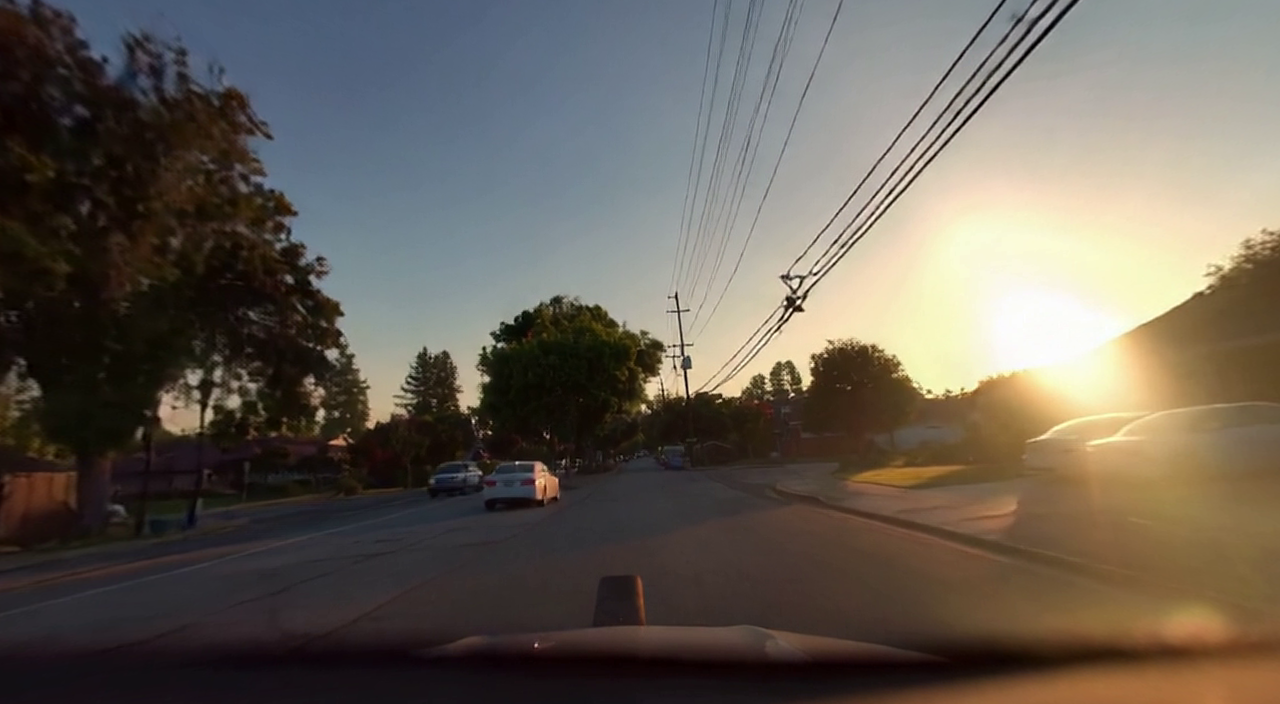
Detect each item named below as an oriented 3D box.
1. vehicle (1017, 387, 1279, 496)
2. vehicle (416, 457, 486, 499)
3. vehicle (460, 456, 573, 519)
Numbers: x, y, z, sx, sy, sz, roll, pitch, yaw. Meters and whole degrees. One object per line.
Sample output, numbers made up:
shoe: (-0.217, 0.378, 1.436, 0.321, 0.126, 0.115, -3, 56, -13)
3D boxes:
vehicle: (10.452, 1.945, 13.164, 2.121, 1.799, 5.124, 0, -10, 2)
vehicle: (-9.834, 6.602, 33.436, 2.115, 1.978, 5.647, 1, -10, -2)
vehicle: (-3.213, 3.658, 17.513, 2.041, 1.471, 4.602, 0, -10, 2)
